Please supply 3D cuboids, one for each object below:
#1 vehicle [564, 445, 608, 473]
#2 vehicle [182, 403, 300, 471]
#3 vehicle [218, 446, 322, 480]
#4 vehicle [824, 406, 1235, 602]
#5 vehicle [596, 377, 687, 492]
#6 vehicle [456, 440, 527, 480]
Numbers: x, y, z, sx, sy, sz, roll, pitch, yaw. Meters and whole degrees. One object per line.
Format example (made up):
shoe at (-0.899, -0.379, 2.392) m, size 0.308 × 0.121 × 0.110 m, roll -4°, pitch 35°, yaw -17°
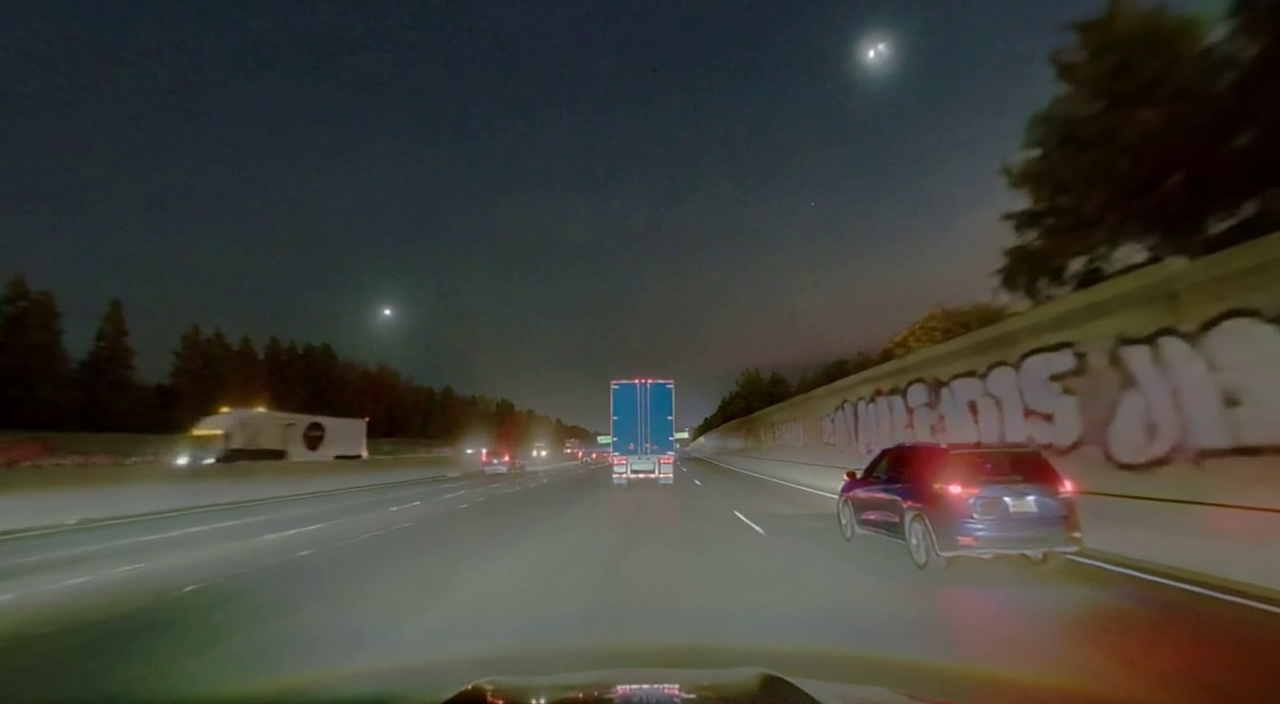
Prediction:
vehicle at (-3.031, 6.071, 35.915) m, size 2.020 × 1.505 × 4.171 m, roll 0°, pitch -9°, yaw 2°
vehicle at (-24.238, 5.290, 38.752) m, size 2.998 × 3.835 × 5.934 m, roll -1°, pitch -9°, yaw 2°
vehicle at (-18.493, 5.570, 31.842) m, size 2.062 × 1.554 × 5.036 m, roll -1°, pitch -9°, yaw 3°
vehicle at (4.035, 1.667, 7.739) m, size 2.205 × 1.689 × 4.403 m, roll 0°, pitch -9°, yaw 0°
vehicle at (0.087, 3.394, 25.152) m, size 2.915 × 3.661 × 9.741 m, roll 0°, pitch -9°, yaw 0°
vehicle at (-6.416, 4.729, 27.694) m, size 2.005 × 1.607 × 4.042 m, roll 0°, pitch -9°, yaw 2°
